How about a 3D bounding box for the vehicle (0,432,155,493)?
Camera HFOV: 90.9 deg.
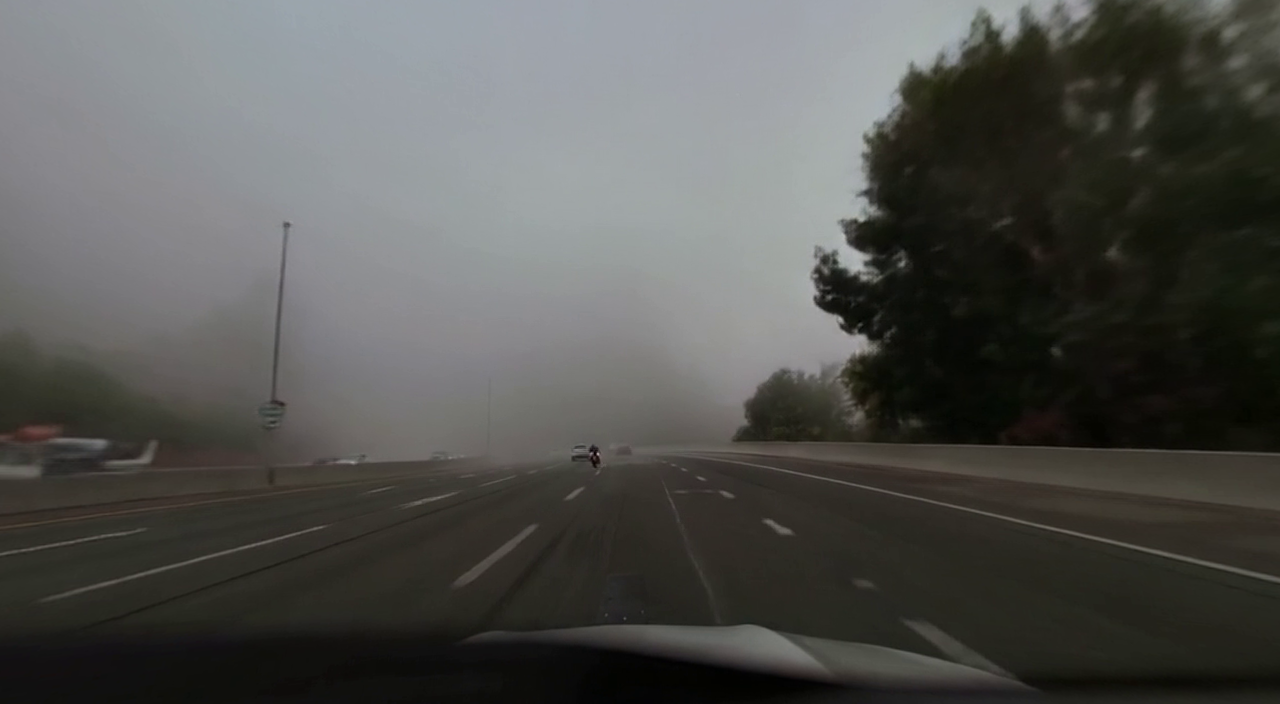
[{"bbox_3d":[-33.092,6.257,36.507,2.948,3.055,9.494,0,-8,-4],"label":"vehicle"}]
